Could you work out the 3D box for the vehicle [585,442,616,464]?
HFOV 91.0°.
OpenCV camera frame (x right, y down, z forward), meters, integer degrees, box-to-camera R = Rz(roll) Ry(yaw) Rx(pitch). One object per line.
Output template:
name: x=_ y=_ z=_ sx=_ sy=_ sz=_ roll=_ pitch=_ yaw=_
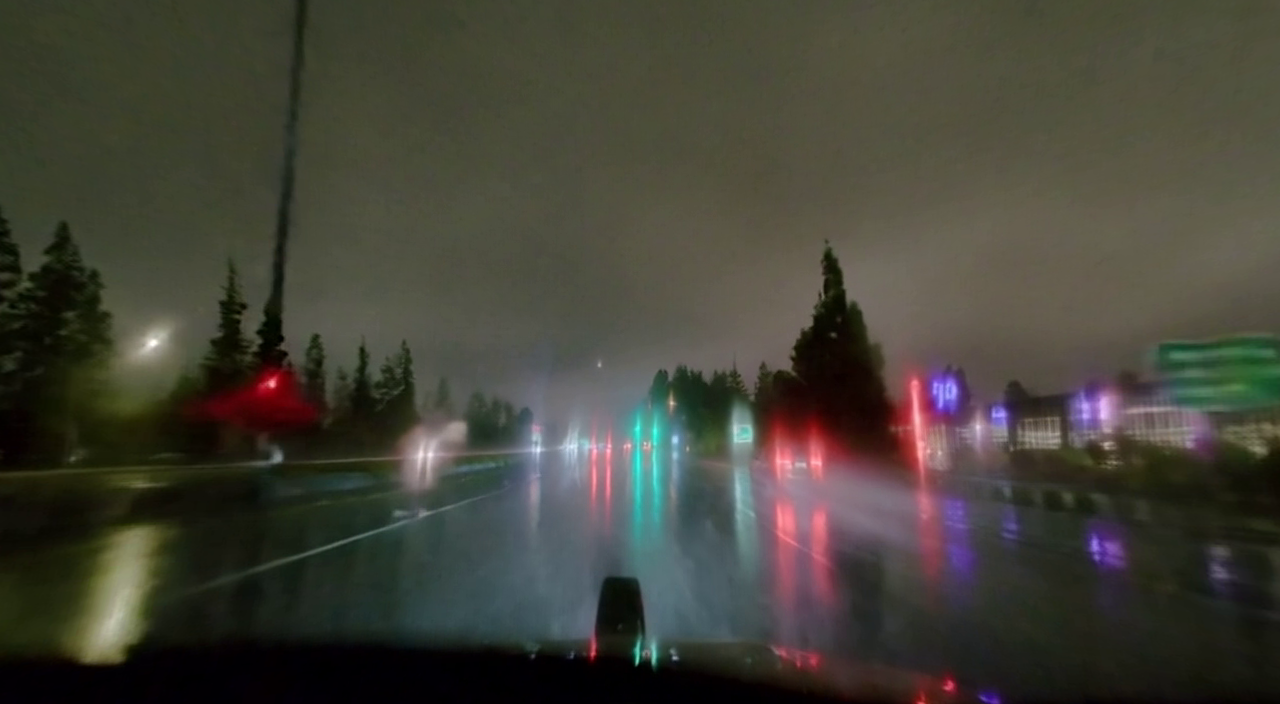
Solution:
vehicle: x=-2.917 y=7.592 z=47.476 sx=2.015 sy=1.557 sz=4.229 roll=0 pitch=-9 yaw=1
